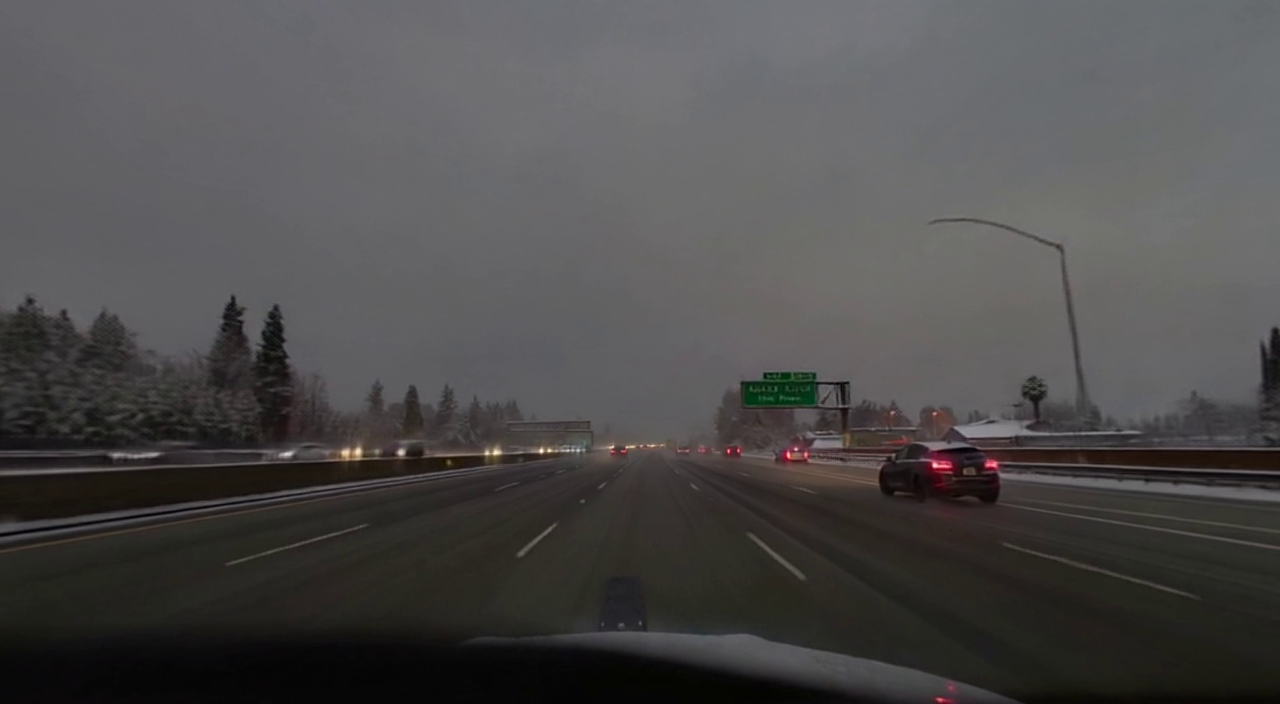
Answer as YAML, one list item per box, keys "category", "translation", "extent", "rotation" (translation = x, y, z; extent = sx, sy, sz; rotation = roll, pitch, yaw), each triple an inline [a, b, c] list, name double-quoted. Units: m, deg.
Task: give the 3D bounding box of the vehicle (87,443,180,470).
- category: "vehicle"
  translation: [-28.727, 5.935, 35.945]
  extent: [1.803, 1.451, 4.199]
  rotation: [0, -9, 1]

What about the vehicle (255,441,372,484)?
- category: "vehicle"
  translation: [-12.111, 4.125, 23.827]
  extent: [1.867, 1.451, 4.550]
  rotation: [0, -9, 2]

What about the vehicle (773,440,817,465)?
- category: "vehicle"
  translation: [11.966, 7.778, 48.865]
  extent: [2.168, 1.861, 4.678]
  rotation: [0, -9, 0]

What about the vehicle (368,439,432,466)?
- category: "vehicle"
  translation: [-15.205, 6.385, 40.249]
  extent: [2.023, 1.607, 4.937]
  rotation: [0, -9, 1]

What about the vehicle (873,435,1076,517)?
- category: "vehicle"
  translation: [7.236, 2.713, 14.379]
  extent: [2.071, 1.543, 4.702]
  rotation: [0, -9, 0]
